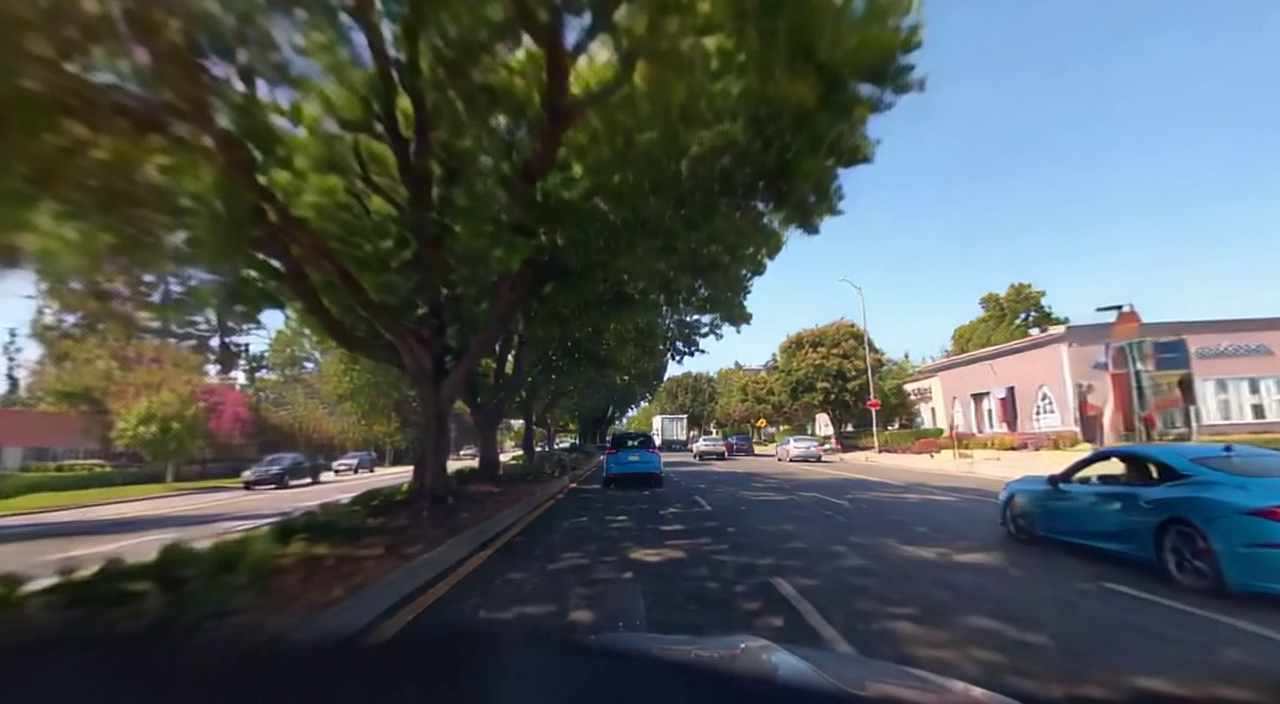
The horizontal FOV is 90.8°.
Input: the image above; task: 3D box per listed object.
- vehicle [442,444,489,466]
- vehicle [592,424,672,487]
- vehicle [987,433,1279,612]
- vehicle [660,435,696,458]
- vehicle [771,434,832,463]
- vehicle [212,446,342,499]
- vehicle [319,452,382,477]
[{"bbox_3d":[-13.348,7.918,48.703,2.217,1.519,4.724,-1,-9,1],"label":"vehicle"},{"bbox_3d":[-0.256,3.263,20.044,2.266,1.762,4.131,0,-9,-1],"label":"vehicle"},{"bbox_3d":[5.754,1.464,6.087,2.258,1.294,4.312,0,-9,-2],"label":"vehicle"},{"bbox_3d":[2.517,6.494,43.283,2.078,1.471,4.142,0,-9,-2],"label":"vehicle"},{"bbox_3d":[8.849,5.371,35.068,2.045,1.484,4.342,0,-9,-2],"label":"vehicle"},{"bbox_3d":[-13.899,4.614,24.626,2.080,1.821,4.833,-1,-9,1],"label":"vehicle"},{"bbox_3d":[-19.411,7.547,42.598,1.879,1.513,4.466,-1,-9,3],"label":"vehicle"}]
